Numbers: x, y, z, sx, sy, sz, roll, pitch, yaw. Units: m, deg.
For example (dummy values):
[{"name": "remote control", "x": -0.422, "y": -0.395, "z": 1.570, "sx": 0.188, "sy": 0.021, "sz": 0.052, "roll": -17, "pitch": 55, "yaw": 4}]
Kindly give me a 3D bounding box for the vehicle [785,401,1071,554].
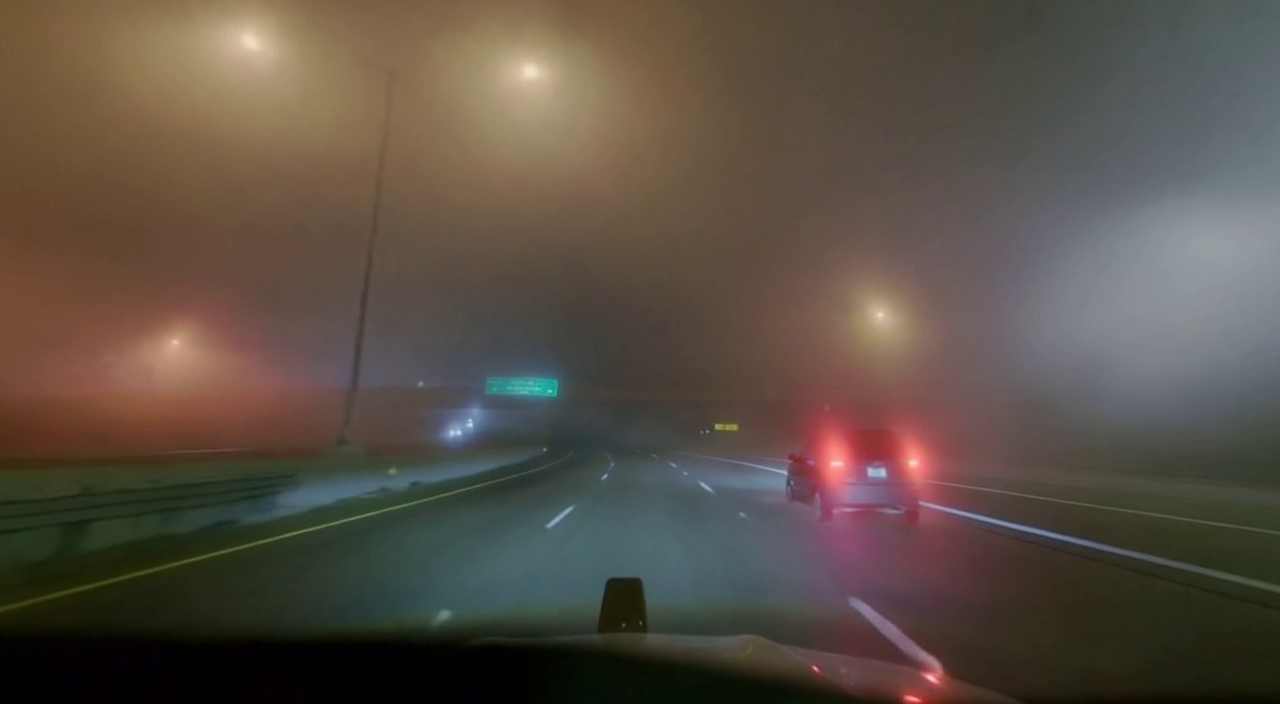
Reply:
[{"name": "vehicle", "x": 3.785, "y": 1.748, "z": 9.533, "sx": 2.039, "sy": 1.701, "sz": 4.834, "roll": 0, "pitch": -8, "yaw": 0}]
